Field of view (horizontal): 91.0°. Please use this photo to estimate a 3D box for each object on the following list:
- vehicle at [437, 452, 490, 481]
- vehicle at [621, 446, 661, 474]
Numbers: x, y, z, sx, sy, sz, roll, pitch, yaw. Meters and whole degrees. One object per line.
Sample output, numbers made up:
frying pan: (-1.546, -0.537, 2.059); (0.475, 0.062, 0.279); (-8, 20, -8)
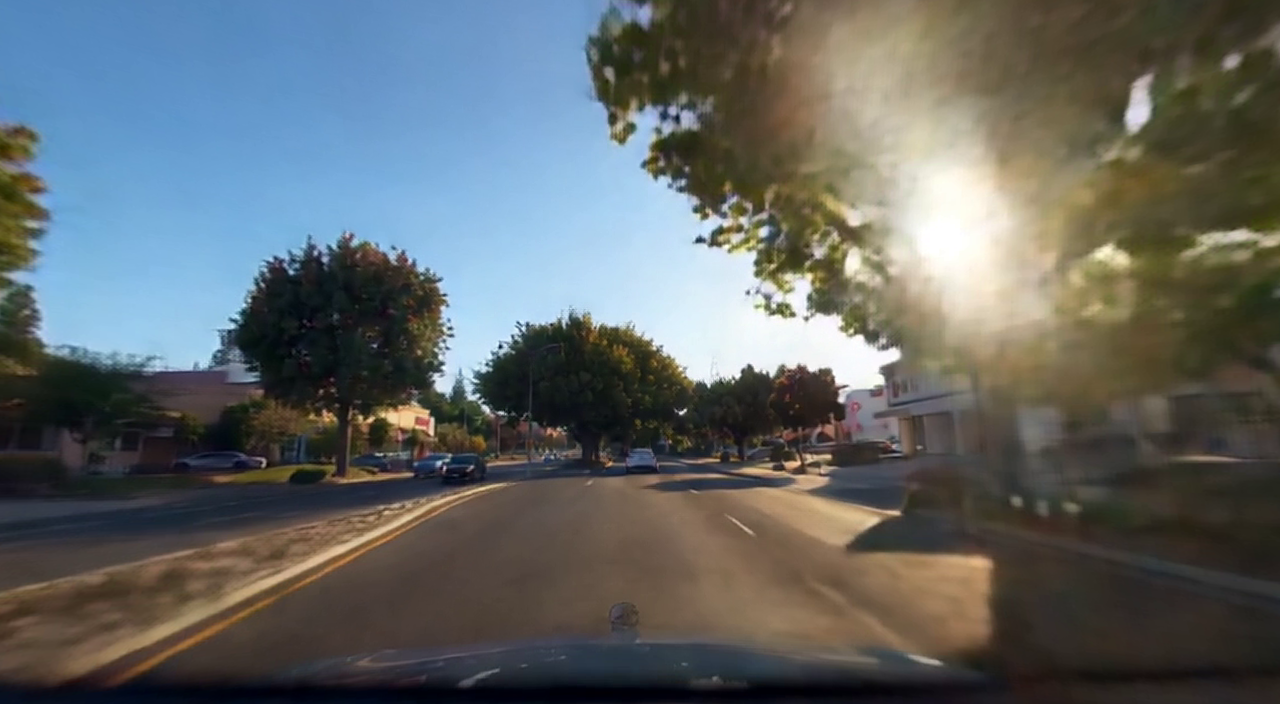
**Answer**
vehicle: (-9.641, 6.273, 34.697); (1.795, 1.426, 4.216); (0, -9, -1)
vehicle: (-0.018, 5.785, 33.956); (1.998, 1.452, 3.773); (0, -8, -2)
